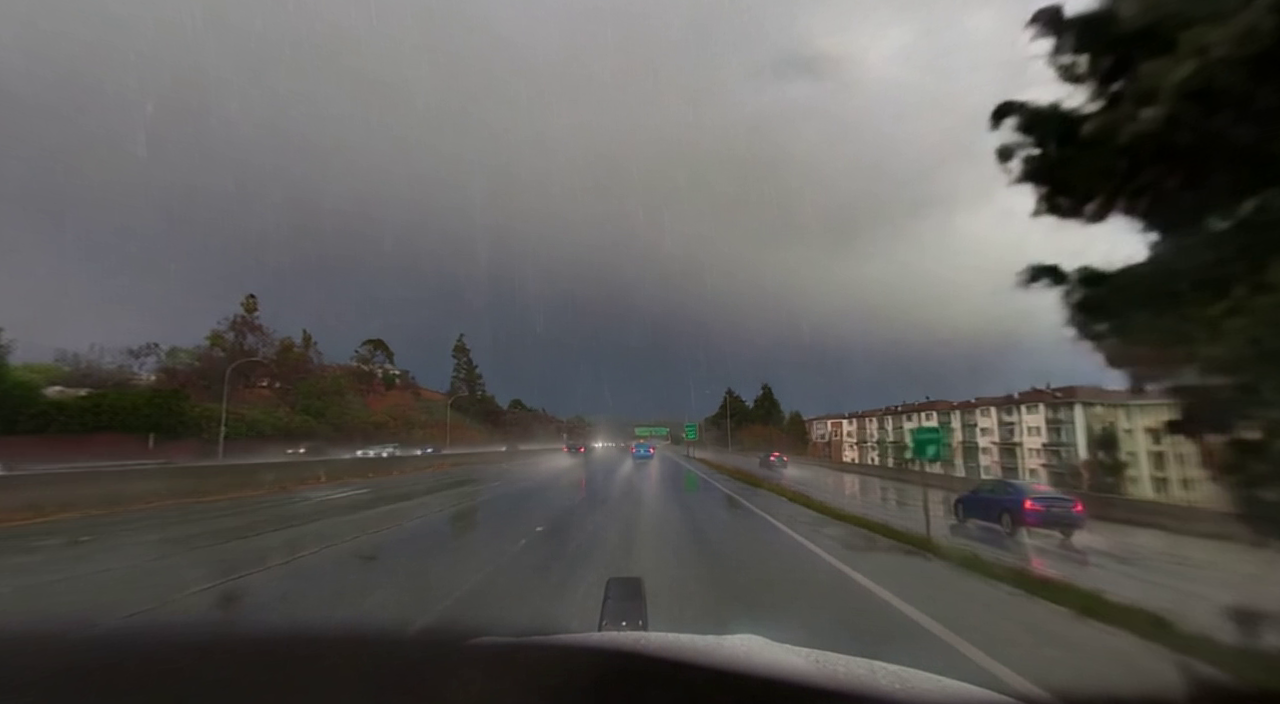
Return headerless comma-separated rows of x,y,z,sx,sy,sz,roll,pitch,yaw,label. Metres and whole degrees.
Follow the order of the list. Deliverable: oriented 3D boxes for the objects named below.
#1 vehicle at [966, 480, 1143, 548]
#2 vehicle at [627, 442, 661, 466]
16.036,6.255,25.002,2.599,1.962,5.759,1,-8,-7,vehicle
0.263,6.546,40.595,2.051,1.443,3.770,-1,-8,1,vehicle
